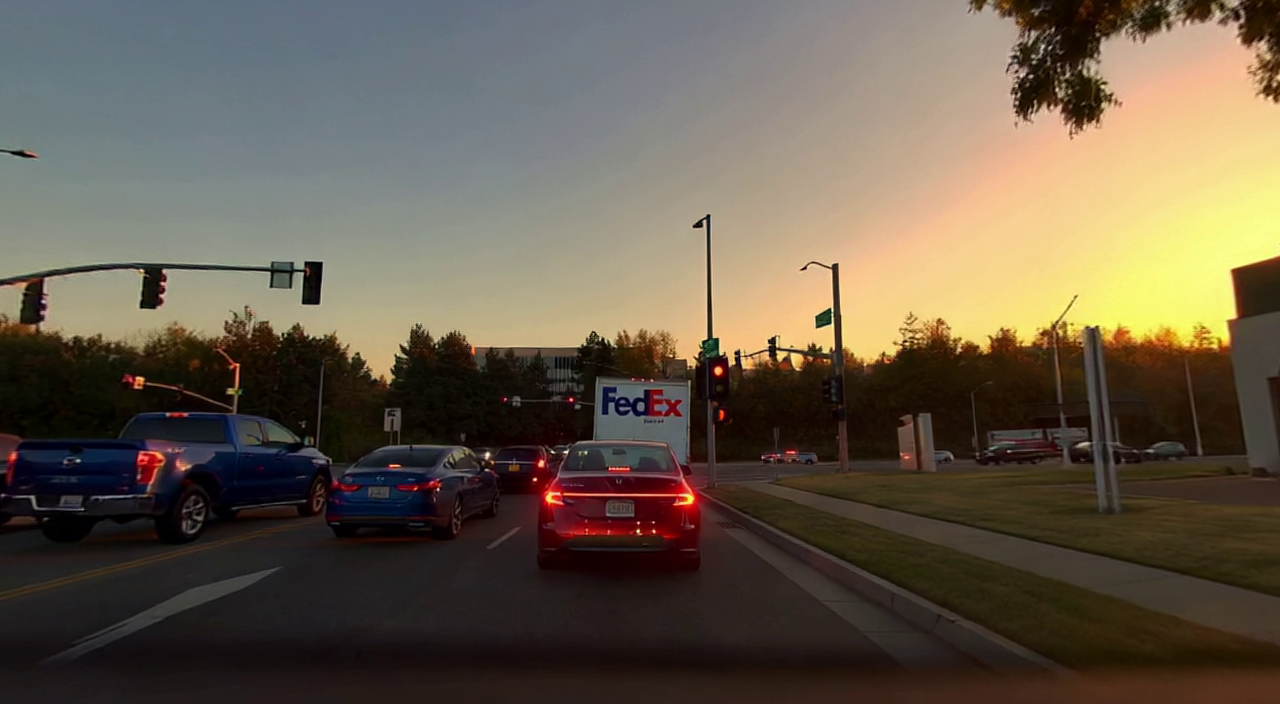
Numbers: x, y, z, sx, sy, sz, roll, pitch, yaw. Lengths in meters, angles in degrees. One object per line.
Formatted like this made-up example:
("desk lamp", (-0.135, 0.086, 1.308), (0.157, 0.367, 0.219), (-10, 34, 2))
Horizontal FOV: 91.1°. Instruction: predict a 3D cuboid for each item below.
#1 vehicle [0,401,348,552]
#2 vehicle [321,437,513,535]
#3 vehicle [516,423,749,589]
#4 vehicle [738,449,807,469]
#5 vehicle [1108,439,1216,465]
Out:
("vehicle", (-7.304, 1.980, 10.720), (2.125, 1.893, 5.498), (0, -9, -2))
("vehicle", (-3.892, 2.396, 11.918), (1.949, 1.487, 4.390), (0, -9, 1))
("vehicle", (-0.074, 1.745, 7.985), (2.145, 1.513, 4.269), (0, -9, 0))
("vehicle", (10.213, 8.287, 48.642), (4.841, 1.494, 1.829), (1, -9, -5))
("vehicle", (31.138, 5.970, 37.515), (4.794, 1.481, 1.968), (1, -9, -3))
